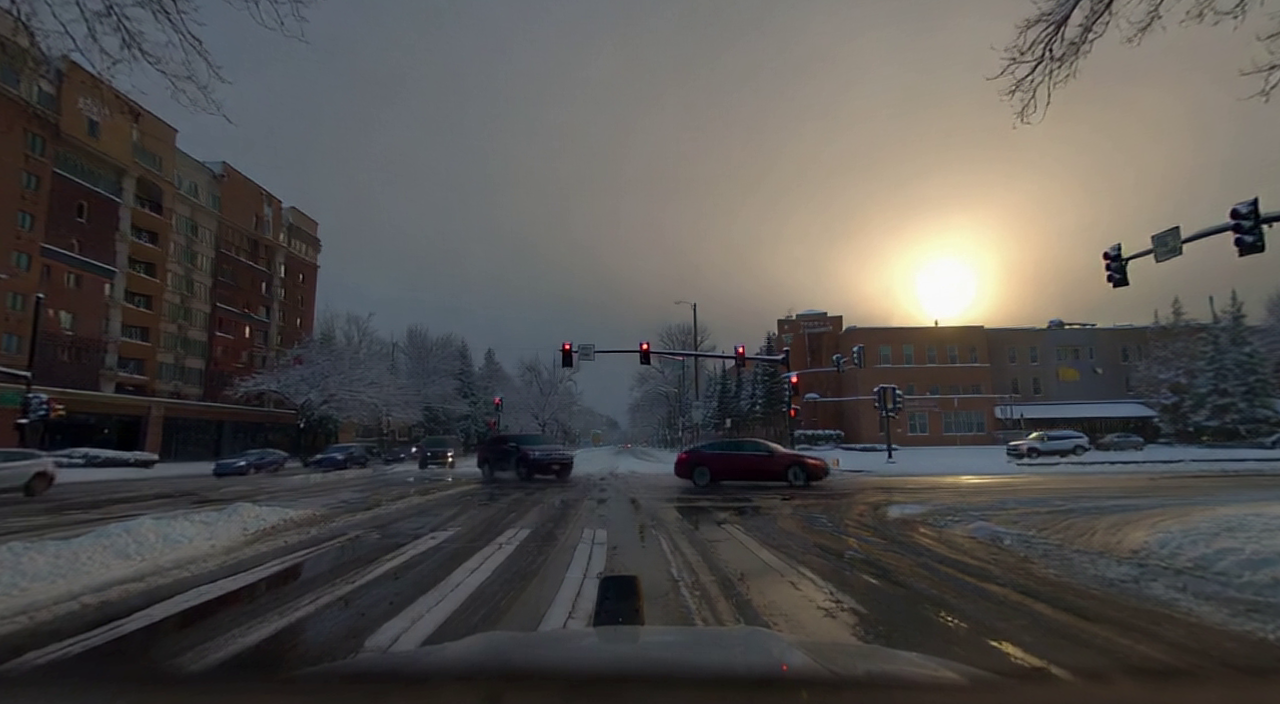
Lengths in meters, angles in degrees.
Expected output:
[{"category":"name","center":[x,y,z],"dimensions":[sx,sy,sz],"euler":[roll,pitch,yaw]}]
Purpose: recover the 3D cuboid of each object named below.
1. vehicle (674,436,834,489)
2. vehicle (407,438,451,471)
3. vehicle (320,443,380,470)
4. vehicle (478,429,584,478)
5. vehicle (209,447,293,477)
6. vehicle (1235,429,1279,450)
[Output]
[{"category":"vehicle","center":[3.599,3.445,19.961],"dimensions":[4.532,1.467,2.135],"euler":[-4,-9,25]},{"category":"vehicle","center":[-11.736,5.708,35.389],"dimensions":[1.982,1.678,4.180],"euler":[2,-9,-15]},{"category":"vehicle","center":[-19.772,7.149,43.301],"dimensions":[2.088,1.743,4.417],"euler":[0,-9,-1]},{"category":"vehicle","center":[-4.752,4.336,27.119],"dimensions":[4.767,1.877,2.017],"euler":[-8,-12,44]},{"category":"vehicle","center":[-23.208,6.567,37.924],"dimensions":[2.041,1.642,4.628],"euler":[0,-9,0]},{"category":"vehicle","center":[45.683,6.275,45.256],"dimensions":[1.786,1.412,4.330],"euler":[0,-9,0]}]
